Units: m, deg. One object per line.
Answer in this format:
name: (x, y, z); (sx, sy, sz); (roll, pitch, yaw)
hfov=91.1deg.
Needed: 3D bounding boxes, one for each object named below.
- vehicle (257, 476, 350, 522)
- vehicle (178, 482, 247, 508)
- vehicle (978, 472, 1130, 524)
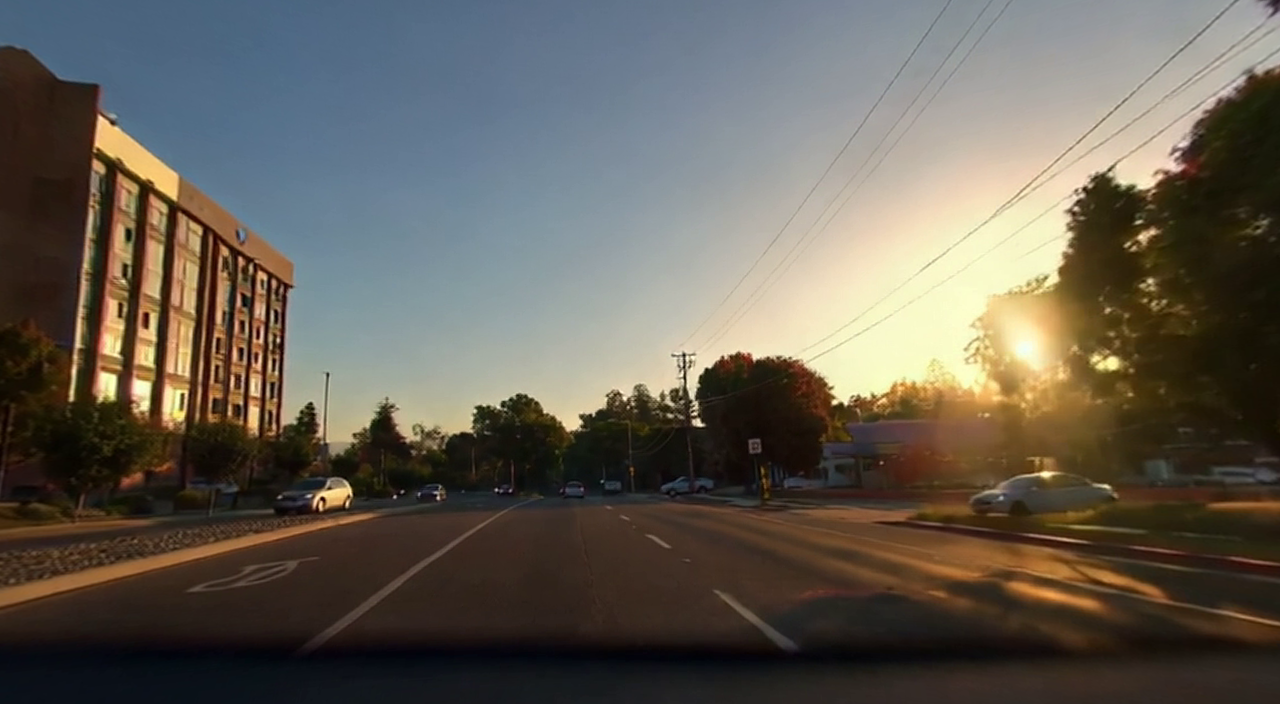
vehicle: (-14.590, 6.363, 27.543); (2.060, 1.618, 4.203); (1, -9, -5)
vehicle: (-33.488, 11.257, 49.256); (3.770, 1.737, 2.102); (-1, -15, -9)
vehicle: (14.751, 5.264, 22.511); (4.030, 1.483, 1.859); (-2, -16, -5)
